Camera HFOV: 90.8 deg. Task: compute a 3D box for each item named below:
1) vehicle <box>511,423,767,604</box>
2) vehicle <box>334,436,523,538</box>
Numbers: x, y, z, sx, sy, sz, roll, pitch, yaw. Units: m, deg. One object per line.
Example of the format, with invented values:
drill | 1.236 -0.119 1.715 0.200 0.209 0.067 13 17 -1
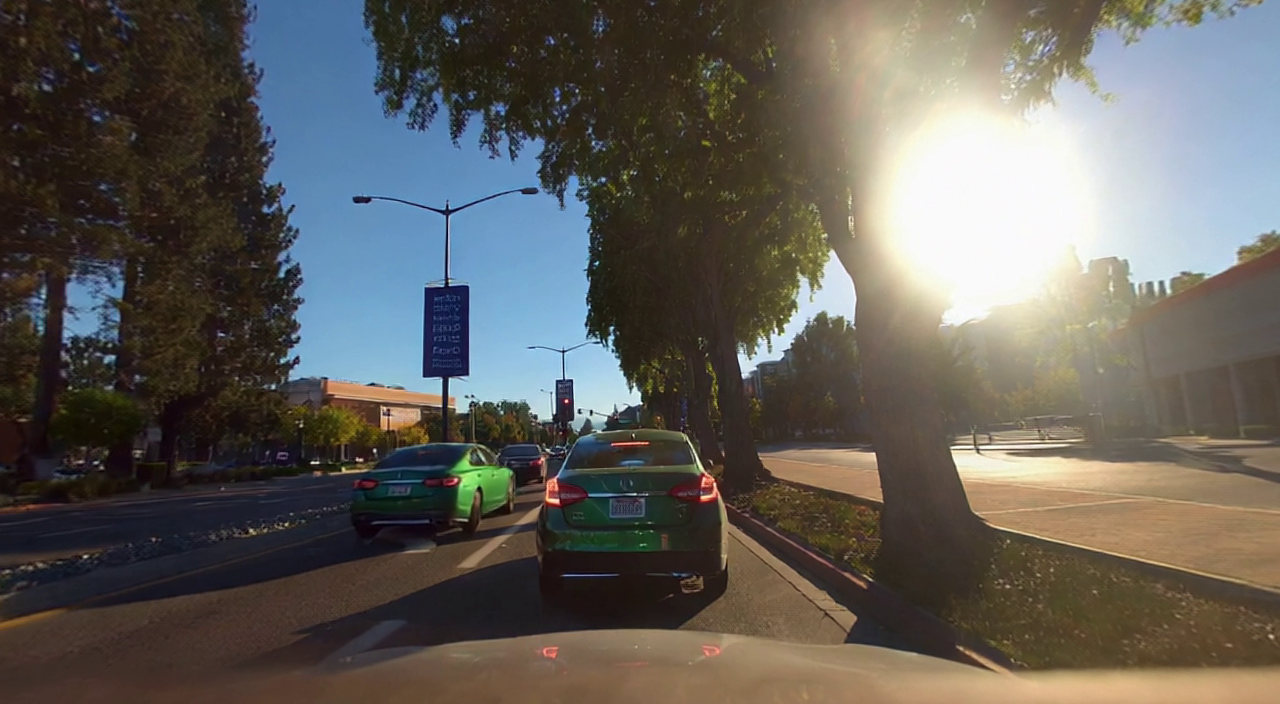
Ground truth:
vehicle | -0.064 1.638 7.298 2.126 1.475 3.967 0 -8 -2
vehicle | -3.447 2.267 11.326 1.952 1.431 4.383 0 -8 -1
